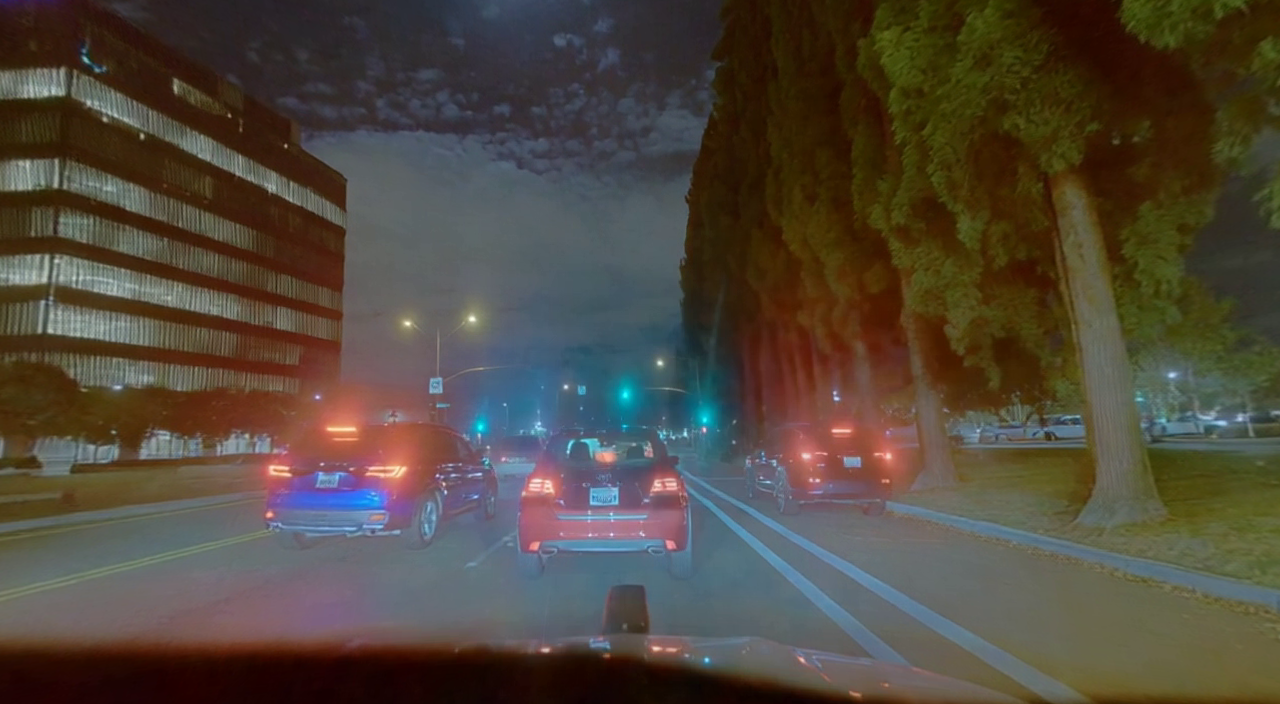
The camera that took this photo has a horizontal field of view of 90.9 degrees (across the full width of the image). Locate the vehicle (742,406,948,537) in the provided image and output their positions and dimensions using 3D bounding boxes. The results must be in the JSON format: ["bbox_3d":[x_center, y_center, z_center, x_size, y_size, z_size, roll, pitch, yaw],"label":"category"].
[{"bbox_3d":[3.344,2.082,11.530,2.117,1.879,4.715,0,-8,-1],"label":"vehicle"}]

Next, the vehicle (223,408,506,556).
[{"bbox_3d":[-3.752,1.884,9.862,2.141,1.718,4.809,0,-8,1],"label":"vehicle"}]

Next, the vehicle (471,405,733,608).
[{"bbox_3d":[-0.352,1.585,7.420,2.114,1.631,4.459,0,-8,-1],"label":"vehicle"}]

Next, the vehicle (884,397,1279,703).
[{"bbox_3d":[3.245,1.072,3.380,2.045,1.459,4.462,0,-8,-1],"label":"vehicle"}]
